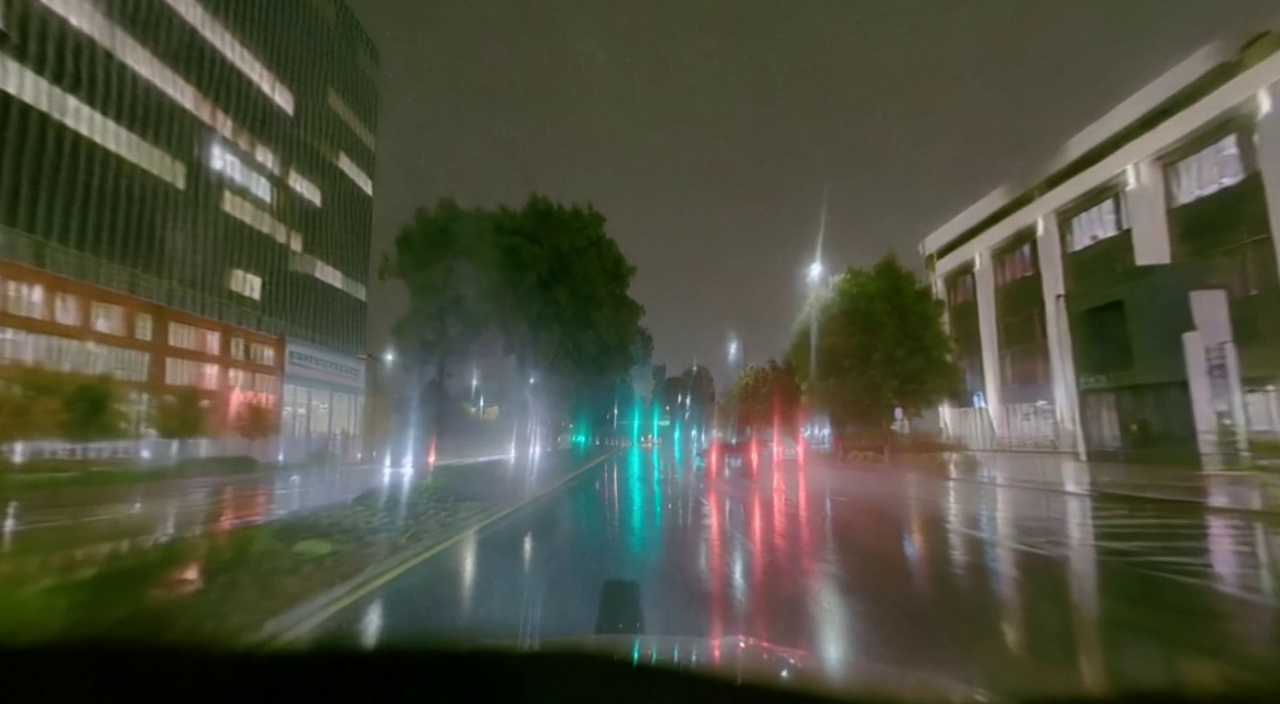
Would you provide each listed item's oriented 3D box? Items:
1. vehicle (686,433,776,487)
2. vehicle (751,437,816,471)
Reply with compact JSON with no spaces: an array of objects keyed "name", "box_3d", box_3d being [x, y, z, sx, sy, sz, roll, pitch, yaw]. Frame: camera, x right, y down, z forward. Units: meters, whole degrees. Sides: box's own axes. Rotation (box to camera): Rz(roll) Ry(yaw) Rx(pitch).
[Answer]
[{"name":"vehicle","box_3d":[2.723,3.363,20.040,2.131,1.491,4.496,0,-8,-1]},{"name":"vehicle","box_3d":[6.315,4.535,28.269,1.912,1.411,4.380,0,-8,0]}]
